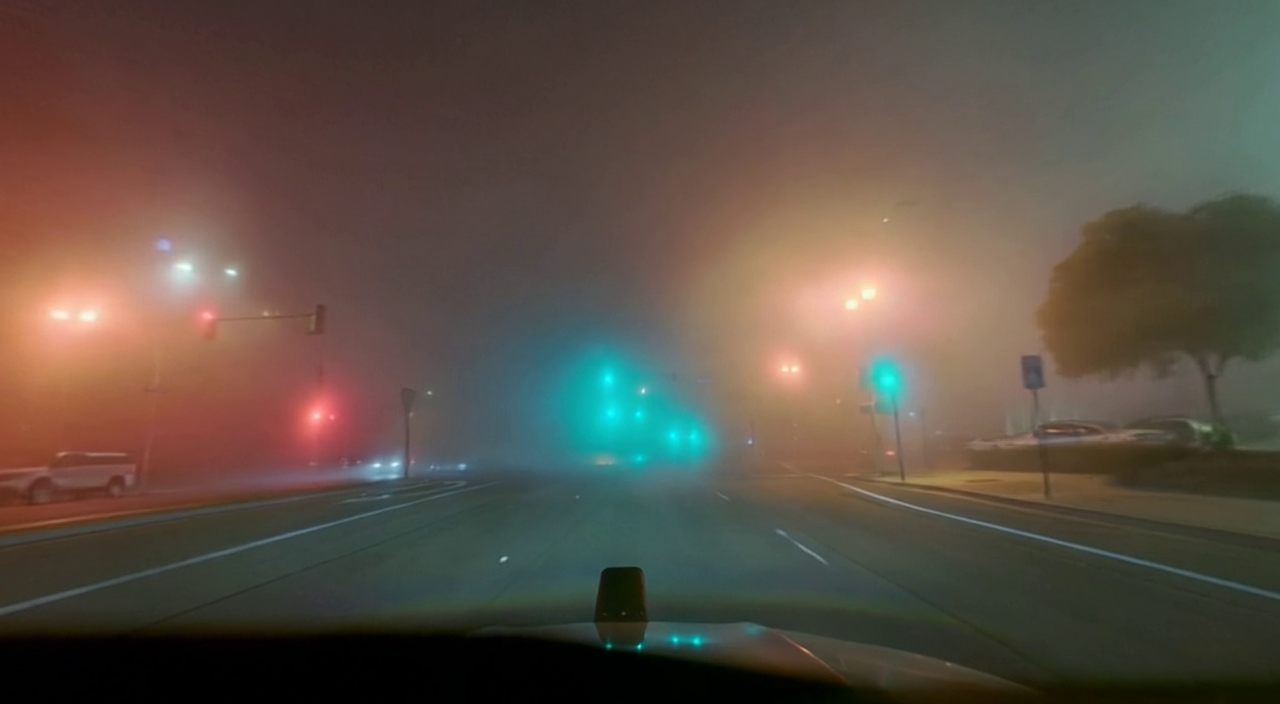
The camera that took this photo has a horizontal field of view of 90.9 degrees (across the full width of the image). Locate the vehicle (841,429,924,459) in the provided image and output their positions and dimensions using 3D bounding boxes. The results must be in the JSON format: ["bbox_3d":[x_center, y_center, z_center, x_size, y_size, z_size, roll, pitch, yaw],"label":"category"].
[{"bbox_3d":[15.323,5.885,40.071,4.432,1.523,1.908,-4,-12,6],"label":"vehicle"}]

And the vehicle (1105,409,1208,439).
[{"bbox_3d":[31.420,4.408,38.475,4.318,1.476,1.940,-4,-9,6],"label":"vehicle"}]

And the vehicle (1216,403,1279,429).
[{"bbox_3d":[37.864,3.864,37.939,4.444,1.455,1.834,-1,-8,1],"label":"vehicle"}]

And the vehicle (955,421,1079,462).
[{"bbox_3d":[17.394,4.139,29.292,4.329,1.502,2.122,-4,-4,6],"label":"vehicle"}]

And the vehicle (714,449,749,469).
[{"bbox_3d":[7.175,8.431,49.924,1.919,1.449,4.561,0,-8,-2],"label":"vehicle"}]

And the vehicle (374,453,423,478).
[{"bbox_3d":[-18.872,8.880,49.513,2.027,1.678,4.654,-3,-8,1],"label":"vehicle"}]

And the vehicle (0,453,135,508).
[{"bbox_3d":[-19.184,4.110,20.407,1.958,1.492,4.580,-4,-8,0],"label":"vehicle"}]
